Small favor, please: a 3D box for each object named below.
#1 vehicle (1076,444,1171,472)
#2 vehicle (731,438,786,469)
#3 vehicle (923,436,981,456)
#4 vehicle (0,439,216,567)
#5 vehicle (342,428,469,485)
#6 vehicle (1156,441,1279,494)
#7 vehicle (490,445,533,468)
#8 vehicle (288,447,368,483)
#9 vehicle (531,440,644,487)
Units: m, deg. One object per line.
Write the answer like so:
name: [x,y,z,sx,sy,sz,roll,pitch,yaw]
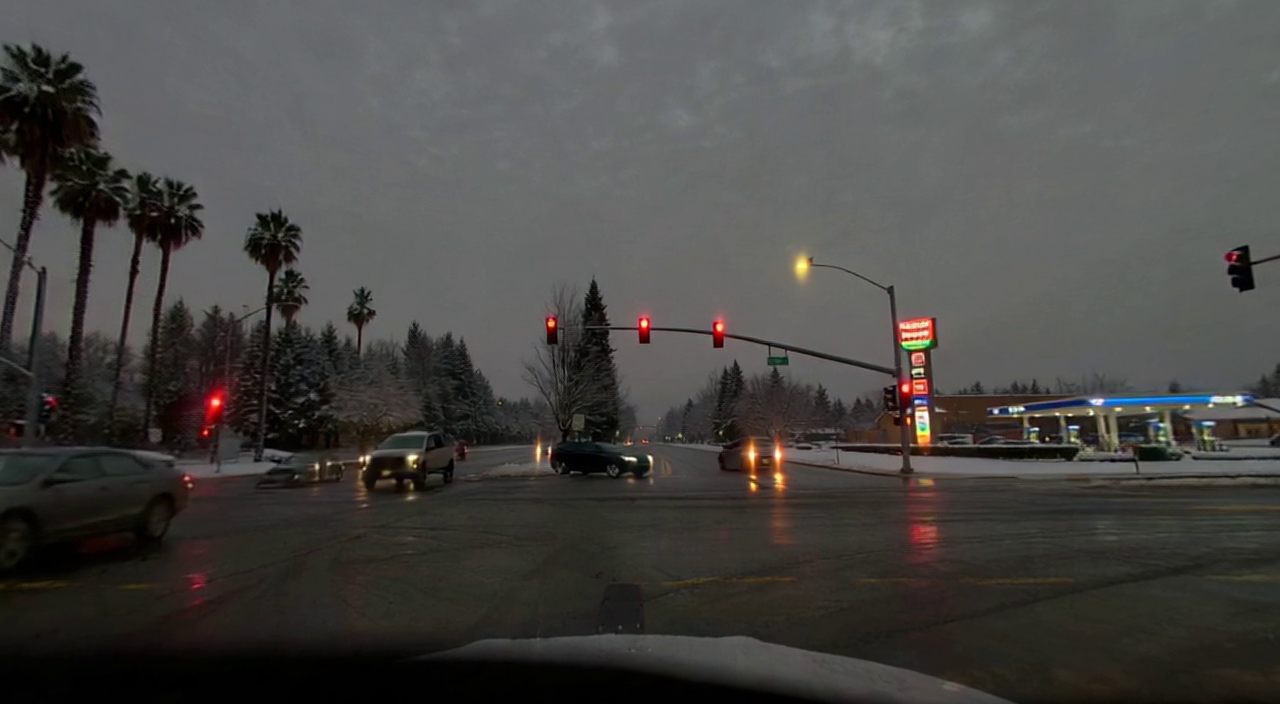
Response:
vehicle: [24.246,5.315,31.747,3.474,1.376,1.538,0,-9,-2]
vehicle: [7.014,6.102,37.989,1.929,1.719,4.892,1,-9,-6]
vehicle: [22.520,6.784,45.667,3.356,1.395,1.559,0,-9,-1]
vehicle: [-8.647,2.010,8.940,2.034,1.510,4.647,0,-9,0]
vehicle: [-8.646,3.944,24.067,2.609,1.865,5.875,0,-9,0]
vehicle: [18.670,3.407,18.820,5.015,1.446,1.862,0,-9,-3]
vehicle: [-8.534,7.005,42.427,1.908,1.473,4.394,0,-9,1]
vehicle: [-15.175,5.483,31.011,1.809,1.605,4.033,0,-9,0]
vehicle: [-2.050,3.981,23.004,2.079,1.490,5.064,5,-10,-30]
